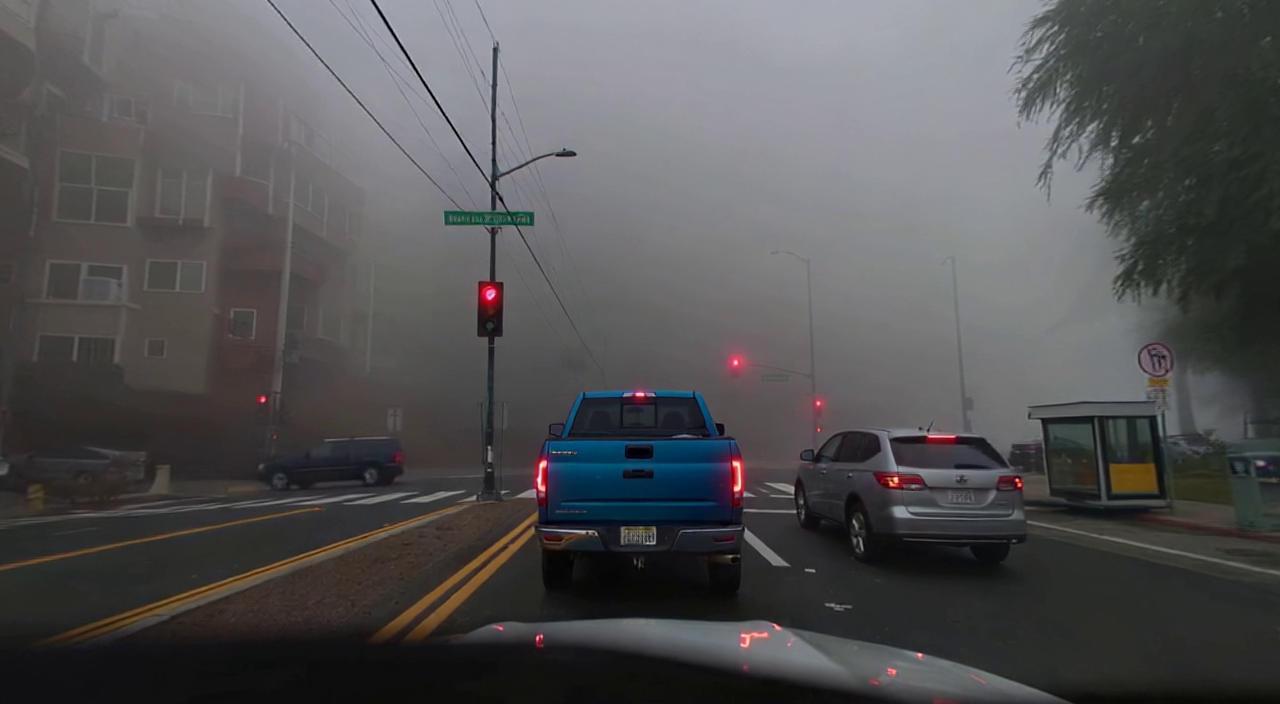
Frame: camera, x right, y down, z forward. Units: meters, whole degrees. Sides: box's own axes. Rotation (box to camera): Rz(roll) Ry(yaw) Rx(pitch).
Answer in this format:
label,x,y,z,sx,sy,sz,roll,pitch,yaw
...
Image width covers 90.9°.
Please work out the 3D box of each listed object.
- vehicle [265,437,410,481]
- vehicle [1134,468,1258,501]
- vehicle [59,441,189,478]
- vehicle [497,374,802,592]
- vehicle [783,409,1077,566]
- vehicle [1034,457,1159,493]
label,x,y,z,sx,sy,sz,roll,pitch,yaw
vehicle,-12.640,4.493,26.589,5.043,1.766,1.980,0,-8,-1
vehicle,26.372,6.283,30.008,4.071,1.388,1.884,0,-8,1
vehicle,-24.848,5.156,30.458,4.563,1.692,1.778,0,-8,-2
vehicle,0.112,1.557,8.308,2.738,1.959,5.070,0,-8,1
vehicle,3.842,1.883,9.584,2.131,1.759,4.762,0,-8,-1
vehicle,21.740,5.860,30.164,4.498,1.618,1.843,0,-9,0
